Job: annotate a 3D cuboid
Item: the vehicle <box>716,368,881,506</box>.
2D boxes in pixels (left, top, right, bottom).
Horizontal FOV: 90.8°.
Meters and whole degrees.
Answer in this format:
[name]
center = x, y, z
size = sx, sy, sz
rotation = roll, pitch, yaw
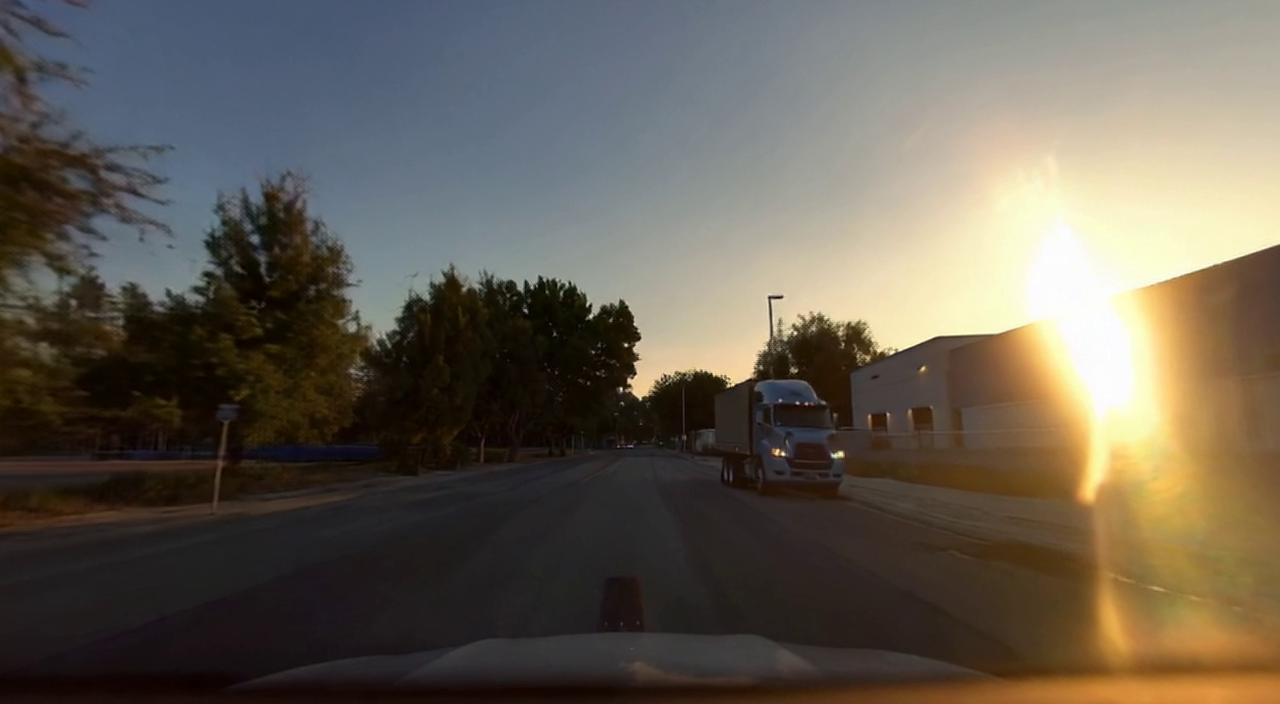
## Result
[vehicle]
center = 4.178, 2.479, 18.353
size = 3.019, 3.303, 6.252
rotation = 0, -8, -1
